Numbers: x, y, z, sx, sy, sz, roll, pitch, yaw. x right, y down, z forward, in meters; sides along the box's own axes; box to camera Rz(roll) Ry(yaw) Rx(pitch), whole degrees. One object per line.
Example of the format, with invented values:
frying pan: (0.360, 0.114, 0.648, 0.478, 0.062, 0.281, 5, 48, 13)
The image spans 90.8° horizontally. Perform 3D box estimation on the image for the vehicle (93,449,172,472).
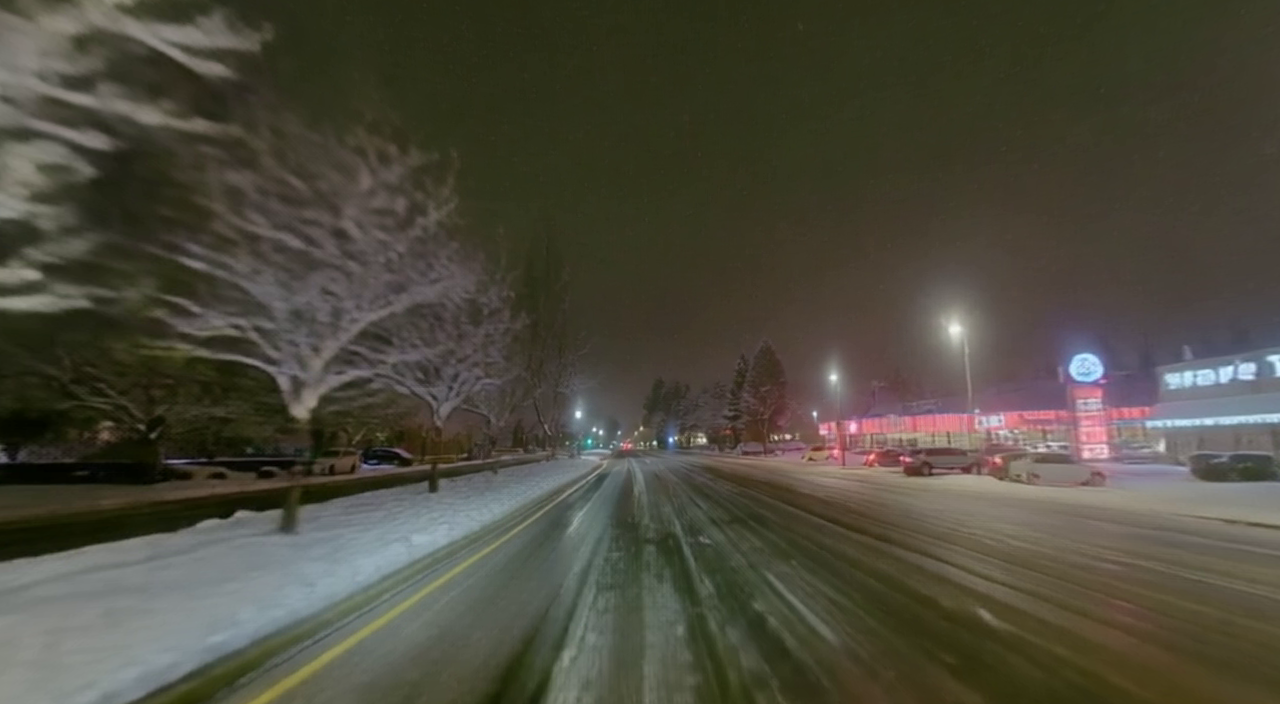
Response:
vehicle: (-34.775, 7.402, 43.431, 1.830, 1.458, 4.625, -1, -9, -4)

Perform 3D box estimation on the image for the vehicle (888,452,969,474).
vehicle: (20.156, 7.781, 44.271, 4.764, 1.455, 1.832, -1, -9, 3)

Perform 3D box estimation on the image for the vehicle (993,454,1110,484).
vehicle: (20.807, 5.932, 32.095, 4.500, 1.456, 1.962, -1, -9, 2)

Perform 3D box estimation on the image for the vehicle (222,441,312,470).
vehicle: (-26.186, 7.302, 44.699, 2.356, 1.853, 6.402, 0, -9, 1)

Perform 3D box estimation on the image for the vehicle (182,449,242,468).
vehicle: (-33.237, 8.264, 49.212, 1.915, 1.442, 4.027, 0, -9, -2)
